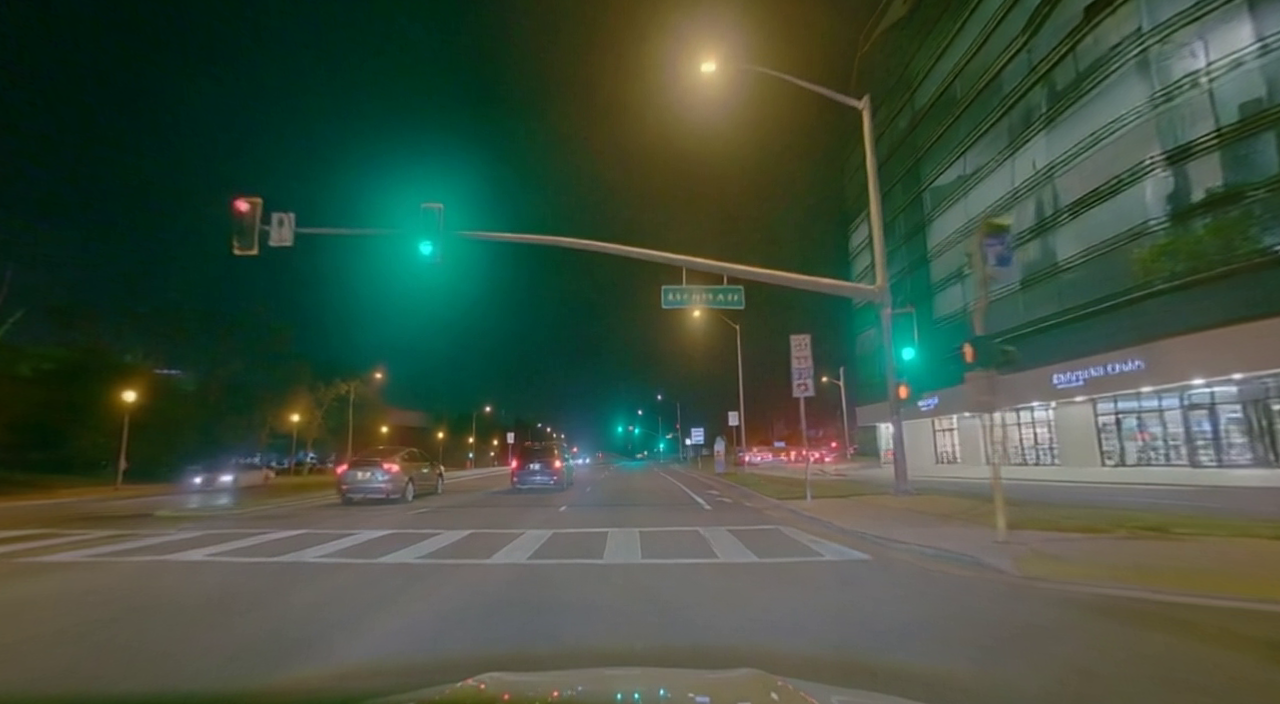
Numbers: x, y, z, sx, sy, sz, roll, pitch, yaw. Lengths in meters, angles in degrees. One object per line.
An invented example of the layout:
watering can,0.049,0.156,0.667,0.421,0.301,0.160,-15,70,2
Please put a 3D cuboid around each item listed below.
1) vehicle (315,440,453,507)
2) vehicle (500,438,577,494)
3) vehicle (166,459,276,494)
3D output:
vehicle,-6.939,3.304,17.733,1.909,1.605,4.561,0,-8,1
vehicle,-3.411,3.913,22.094,2.052,1.729,4.195,0,-9,-1
vehicle,-20.653,6.131,31.433,2.050,1.519,4.736,-1,-9,2
